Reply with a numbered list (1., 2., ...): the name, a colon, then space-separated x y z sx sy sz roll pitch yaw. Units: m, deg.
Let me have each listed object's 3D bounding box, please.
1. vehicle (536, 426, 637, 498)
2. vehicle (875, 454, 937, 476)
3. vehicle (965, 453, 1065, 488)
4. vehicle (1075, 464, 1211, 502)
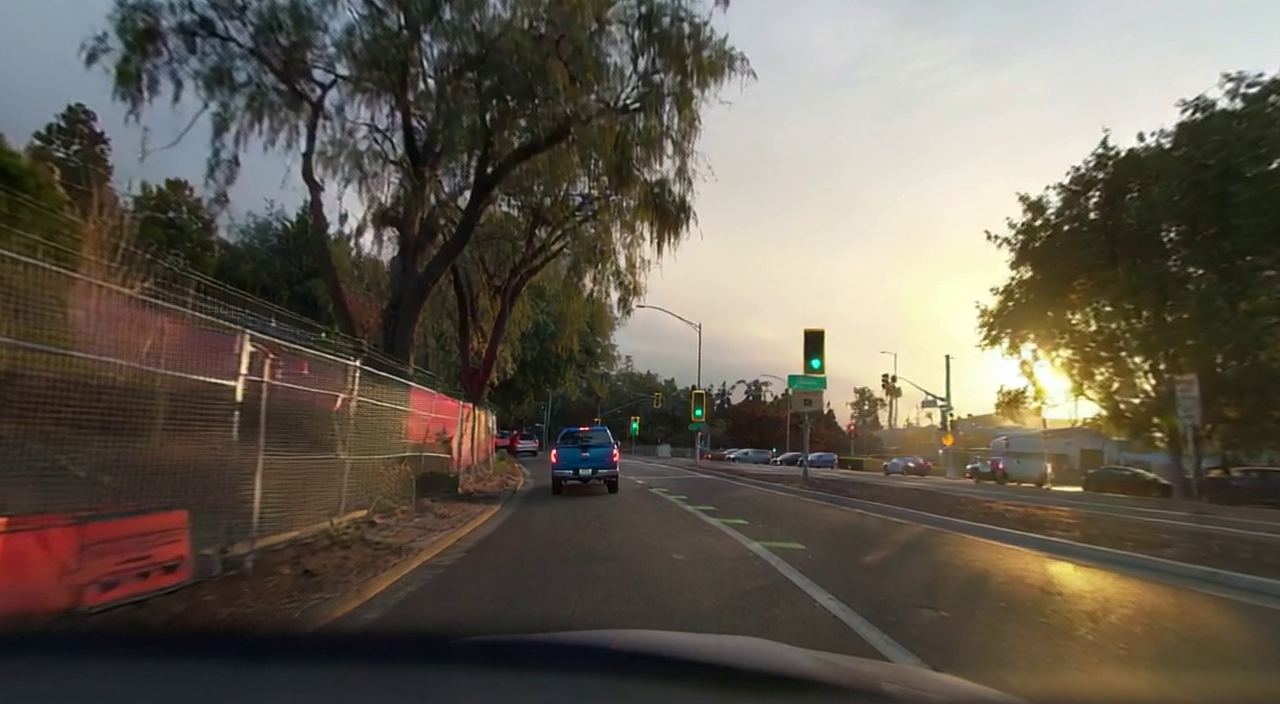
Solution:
1. vehicle: -1.571 3.060 17.953 2.436 1.698 5.322 1 -9 -6
2. vehicle: 19.395 8.242 46.175 1.805 1.494 4.362 2 -9 -14
3. vehicle: 21.468 6.769 36.394 1.938 1.781 5.078 1 -9 -11
4. vehicle: 22.879 5.944 28.967 1.850 1.470 4.761 2 -9 -10
